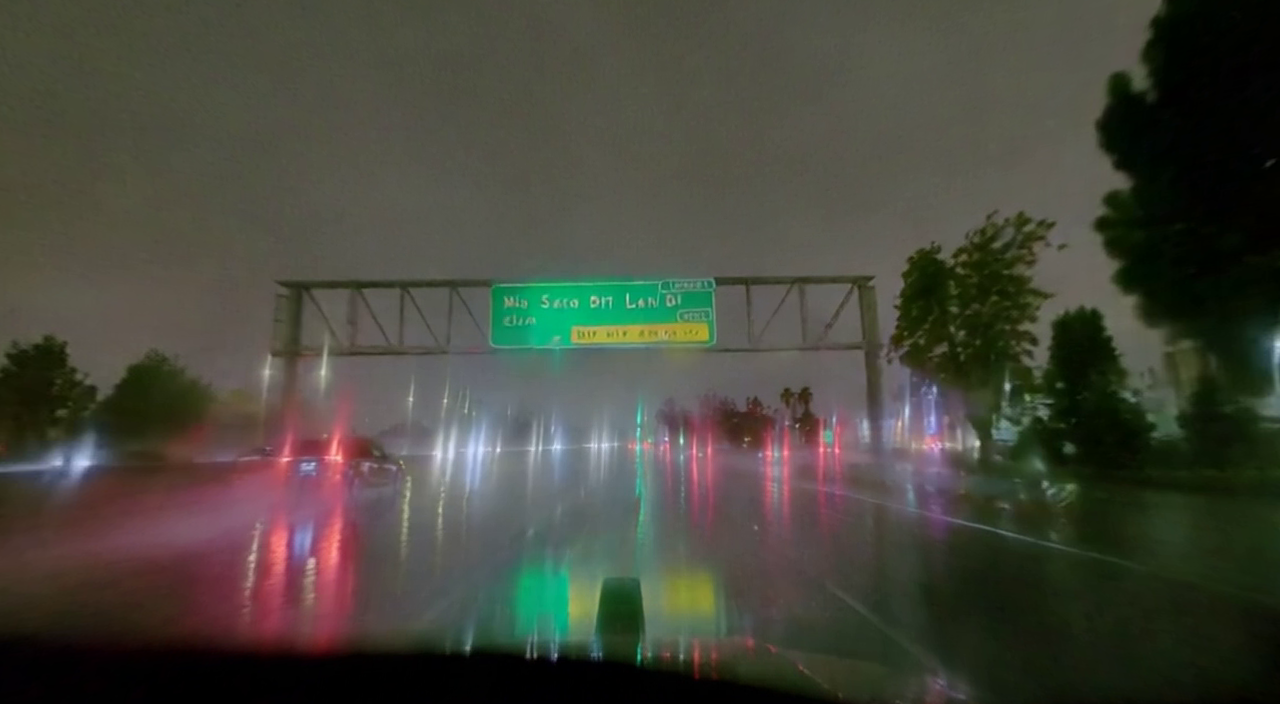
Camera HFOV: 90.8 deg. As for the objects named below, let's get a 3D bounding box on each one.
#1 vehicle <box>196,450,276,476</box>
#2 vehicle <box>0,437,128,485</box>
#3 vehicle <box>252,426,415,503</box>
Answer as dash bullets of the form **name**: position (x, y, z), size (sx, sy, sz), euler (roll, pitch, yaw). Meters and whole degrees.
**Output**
- **vehicle**: position (-24.636, 6.764, 38.722), size (1.845, 1.463, 4.705), euler (0, -8, -1)
- **vehicle**: position (-32.147, 5.943, 34.904), size (2.418, 2.381, 6.373), euler (0, -8, -1)
- **vehicle**: position (-7.739, 2.885, 16.527), size (2.089, 1.724, 4.327), euler (0, -8, 0)
